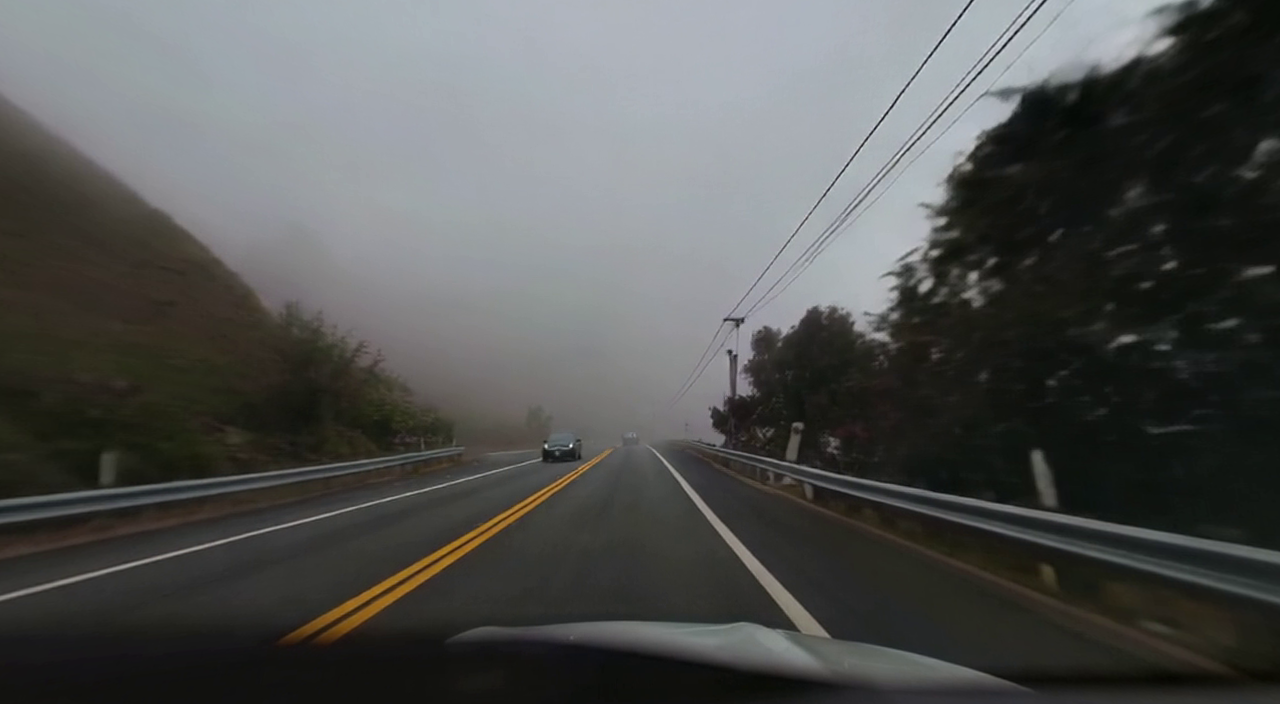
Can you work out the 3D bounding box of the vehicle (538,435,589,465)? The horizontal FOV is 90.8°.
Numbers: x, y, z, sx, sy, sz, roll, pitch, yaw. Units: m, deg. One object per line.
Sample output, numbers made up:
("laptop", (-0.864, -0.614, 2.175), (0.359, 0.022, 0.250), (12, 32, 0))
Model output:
("vehicle", (-4.025, 5.237, 33.813), (2.074, 1.472, 4.658), (0, -8, 1))
